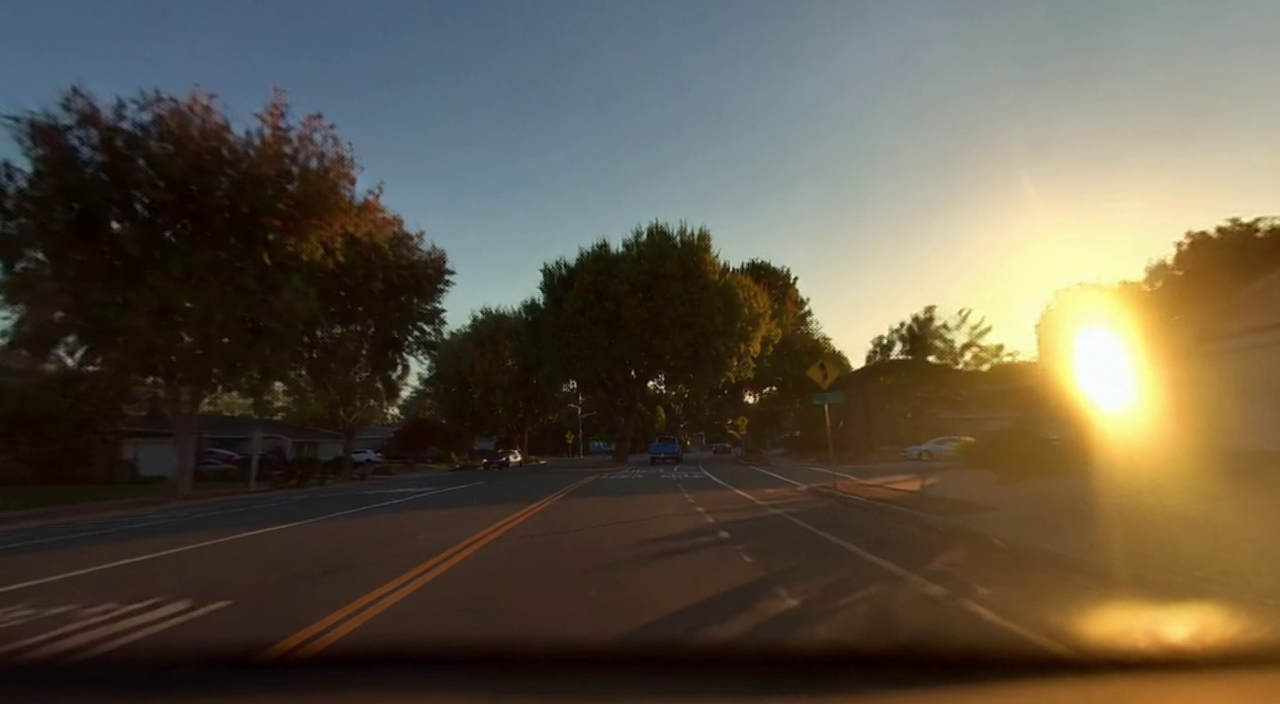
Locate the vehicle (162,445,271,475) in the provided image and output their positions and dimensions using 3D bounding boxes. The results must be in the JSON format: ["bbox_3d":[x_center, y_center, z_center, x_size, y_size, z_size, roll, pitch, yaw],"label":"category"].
[{"bbox_3d":[-25.817,6.611,38.701,4.975,1.732,2.165,2,-9,-13],"label":"vehicle"}]

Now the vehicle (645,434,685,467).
[{"bbox_3d":[1.640,6.239,40.114,2.153,1.942,4.767,-1,-9,6],"label":"vehicle"}]
